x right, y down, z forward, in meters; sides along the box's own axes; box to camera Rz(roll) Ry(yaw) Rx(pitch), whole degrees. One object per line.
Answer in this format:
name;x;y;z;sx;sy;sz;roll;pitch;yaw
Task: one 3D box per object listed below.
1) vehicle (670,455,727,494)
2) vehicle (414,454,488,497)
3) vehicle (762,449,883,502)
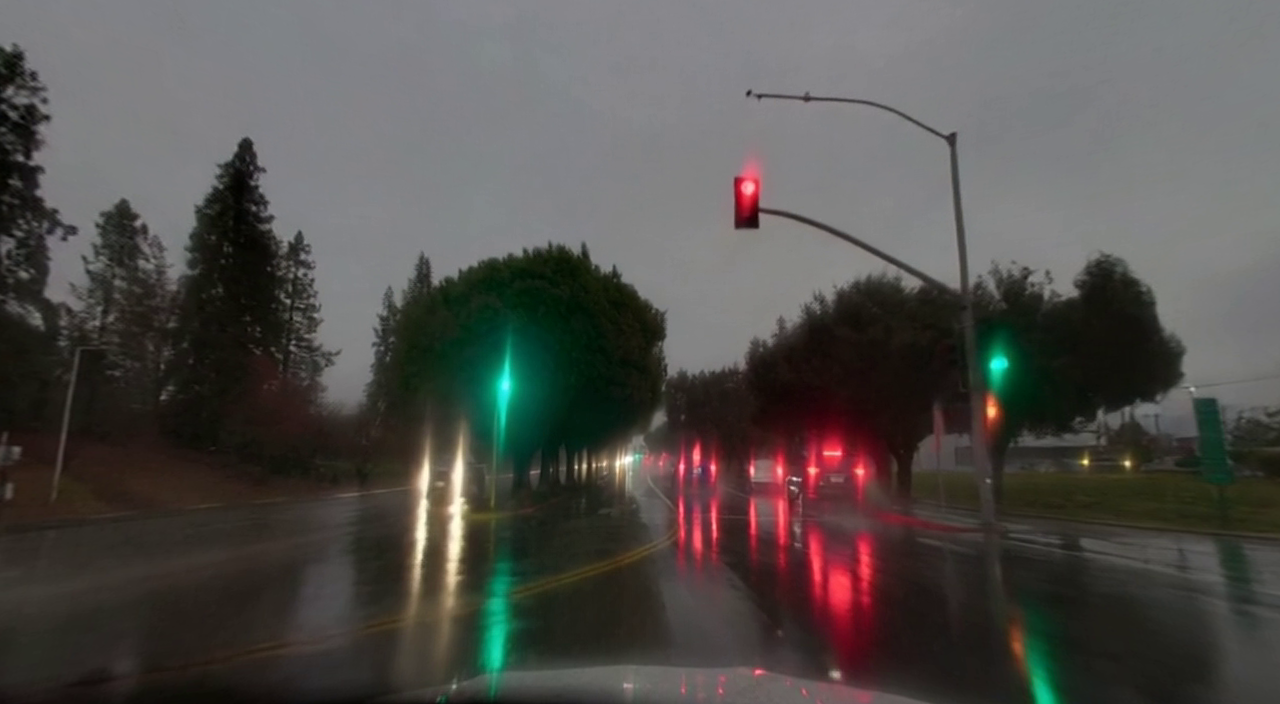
vehicle;2.712;5.806;30.383;2.140;1.655;4.786;0;-8;-2
vehicle;-8.770;5.753;29.767;2.049;1.786;4.557;0;-8;0
vehicle;8.683;5.920;31.156;2.771;2.214;7.159;1;-9;-10
